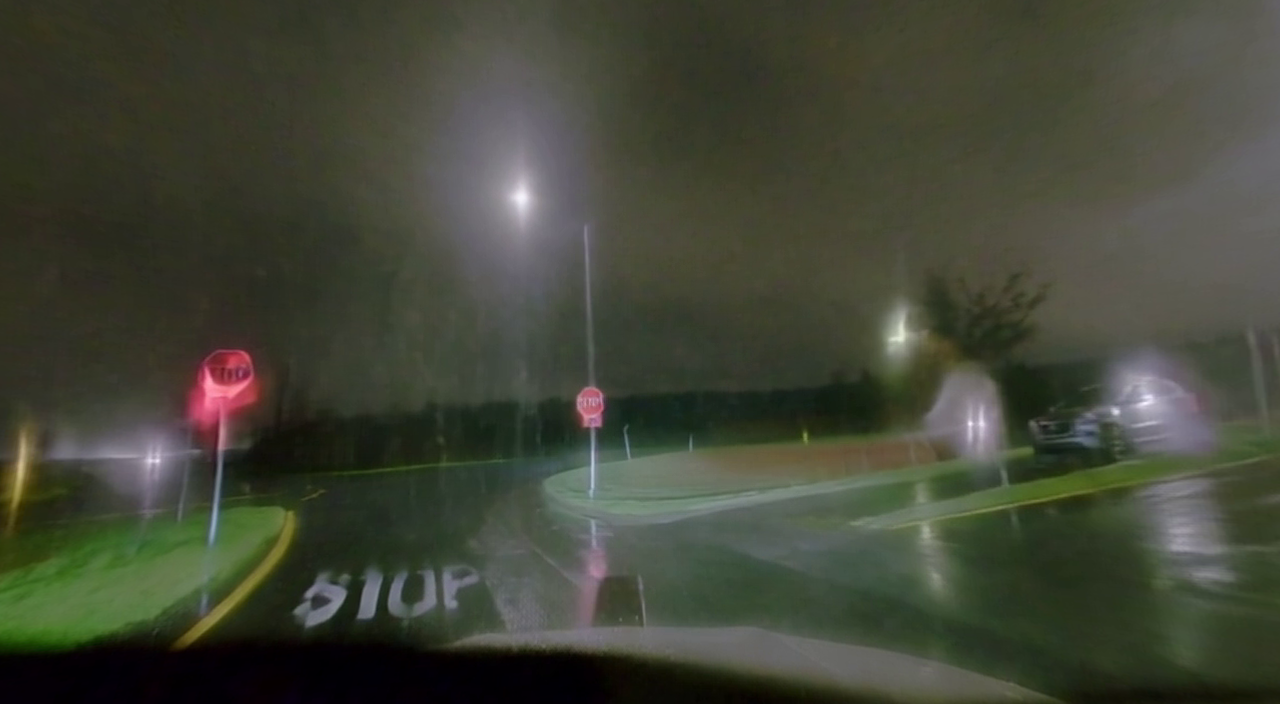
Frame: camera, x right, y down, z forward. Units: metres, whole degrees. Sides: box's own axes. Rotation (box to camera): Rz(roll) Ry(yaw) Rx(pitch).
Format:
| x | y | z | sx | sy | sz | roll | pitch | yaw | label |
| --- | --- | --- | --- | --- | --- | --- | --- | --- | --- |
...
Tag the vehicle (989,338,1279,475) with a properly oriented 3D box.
| x | y | z | sx | sy | sz | roll | pitch | yaw | label |
| --- | --- | --- | --- | --- | --- | --- | --- | --- | --- |
| 9.087 | 0.986 | 11.485 | 4.403 | 1.574 | 1.914 | -9 | -6 | -15 | vehicle |
